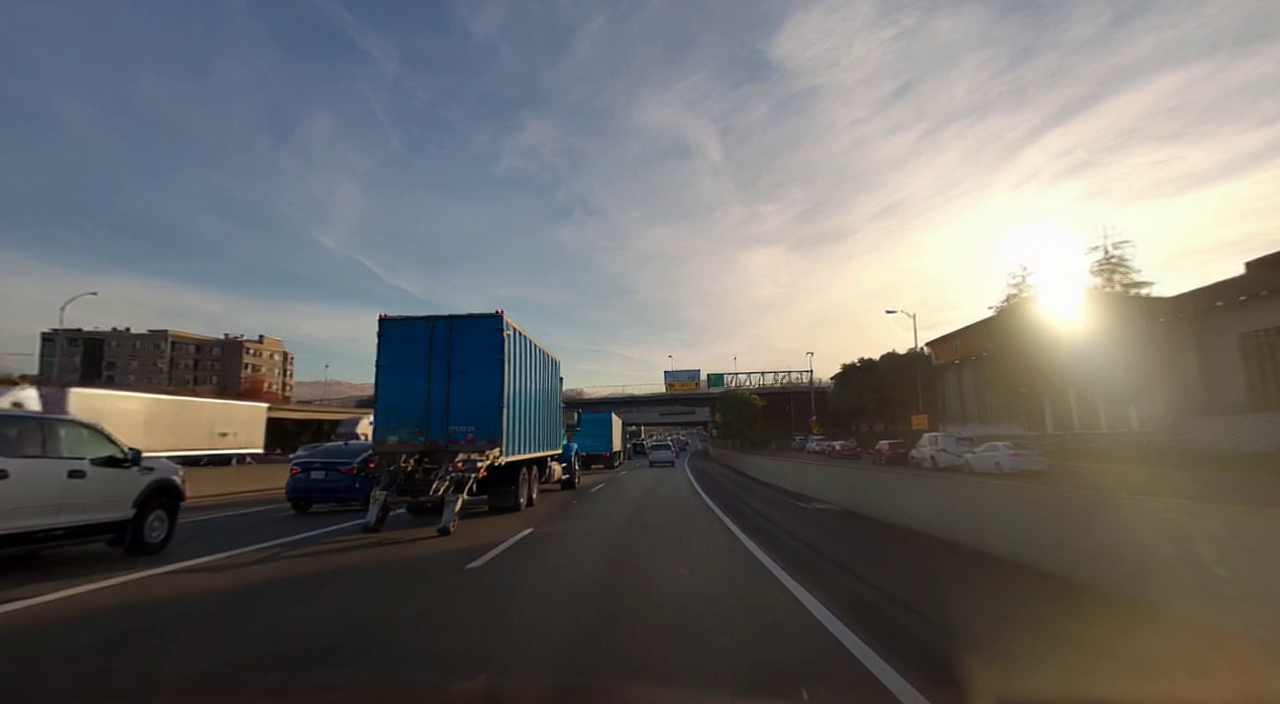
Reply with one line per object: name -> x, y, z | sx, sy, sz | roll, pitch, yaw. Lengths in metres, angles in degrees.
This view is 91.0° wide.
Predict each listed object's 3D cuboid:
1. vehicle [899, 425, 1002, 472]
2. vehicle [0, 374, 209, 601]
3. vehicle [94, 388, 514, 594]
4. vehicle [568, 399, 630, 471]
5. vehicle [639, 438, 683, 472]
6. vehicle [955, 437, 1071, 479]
vehicle -> 14.758, 4.655, 30.399 | 2.241, 2.052, 5.864 | -1, -9, 3
vehicle -> -6.751, 1.192, 5.514 | 2.323, 1.959, 5.038 | 0, -9, 1
vehicle -> -3.348, 1.508, 7.371 | 2.896, 1.779, 3.441 | -1, -9, 3
vehicle -> -2.340, 5.293, 39.601 | 3.073, 3.894, 9.782 | 0, -9, 1
vehicle -> 1.110, 5.362, 32.812 | 2.178, 1.640, 4.071 | -1, -9, 2
vehicle -> 14.403, 4.112, 24.687 | 1.859, 1.452, 4.749 | -1, -9, 3
